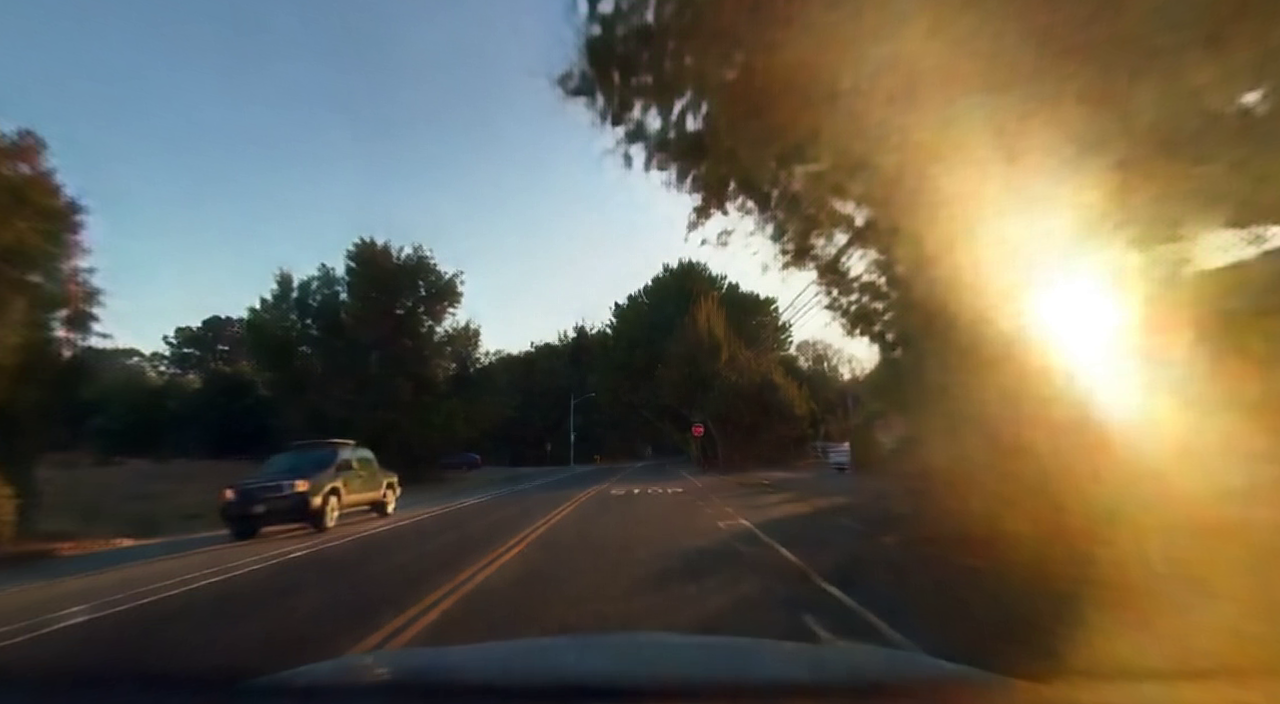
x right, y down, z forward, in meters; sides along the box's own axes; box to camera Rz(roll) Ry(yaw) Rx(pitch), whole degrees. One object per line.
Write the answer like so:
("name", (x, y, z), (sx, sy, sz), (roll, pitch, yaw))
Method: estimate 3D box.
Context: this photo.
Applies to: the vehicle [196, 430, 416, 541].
("vehicle", (-6.386, 2.631, 12.800), (1.992, 1.797, 4.372), (-2, -10, 1))
